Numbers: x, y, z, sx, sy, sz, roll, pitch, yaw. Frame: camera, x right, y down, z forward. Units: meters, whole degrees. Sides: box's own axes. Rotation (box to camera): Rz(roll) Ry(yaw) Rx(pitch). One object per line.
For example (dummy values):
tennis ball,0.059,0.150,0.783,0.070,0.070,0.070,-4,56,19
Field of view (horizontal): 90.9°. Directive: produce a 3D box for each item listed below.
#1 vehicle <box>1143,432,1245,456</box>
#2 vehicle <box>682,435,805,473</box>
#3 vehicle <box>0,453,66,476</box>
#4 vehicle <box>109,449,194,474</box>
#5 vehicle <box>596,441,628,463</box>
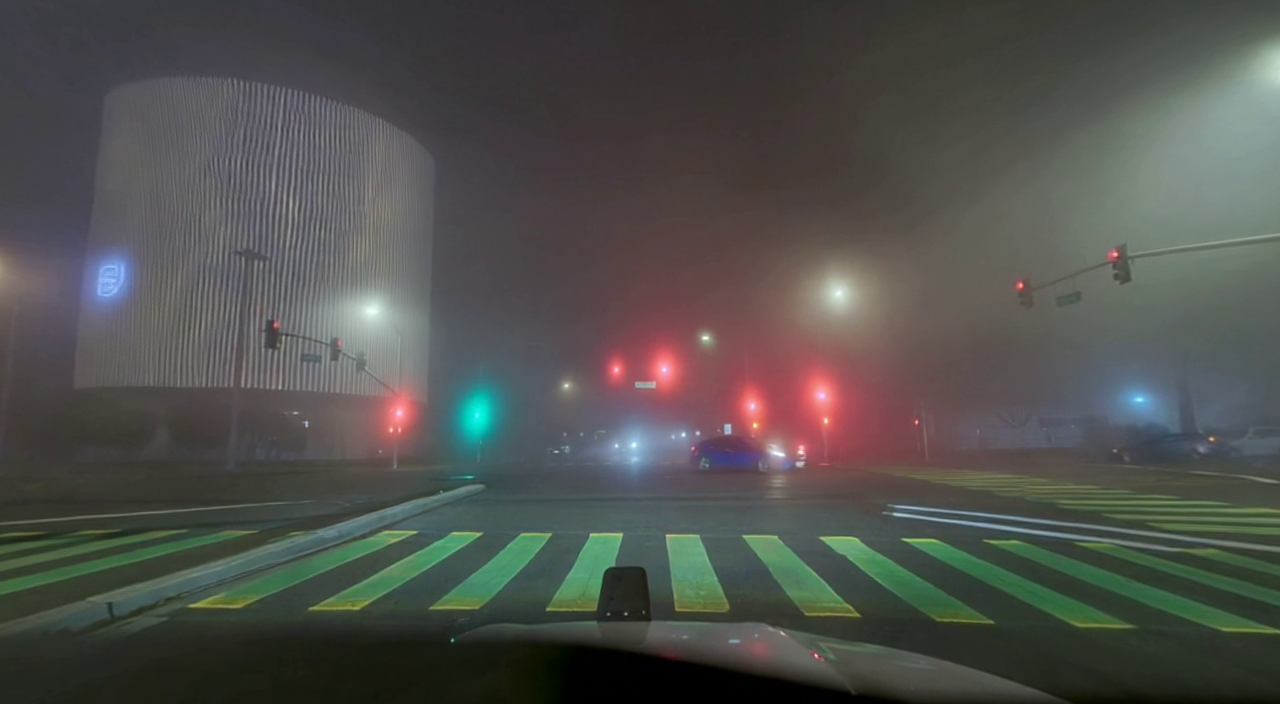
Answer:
vehicle,36.148,6.024,41.205,4.767,1.456,1.858,-1,-8,3
vehicle,4.312,4.311,26.917,2.280,1.454,4.836,7,-11,-40
vehicle,-41.676,7.633,42.757,3.698,1.467,1.779,0,-8,1
vehicle,-33.089,7.403,42.746,4.136,1.661,1.857,0,-8,1
vehicle,-2.023,7.327,46.353,2.057,1.467,4.354,0,-8,1
